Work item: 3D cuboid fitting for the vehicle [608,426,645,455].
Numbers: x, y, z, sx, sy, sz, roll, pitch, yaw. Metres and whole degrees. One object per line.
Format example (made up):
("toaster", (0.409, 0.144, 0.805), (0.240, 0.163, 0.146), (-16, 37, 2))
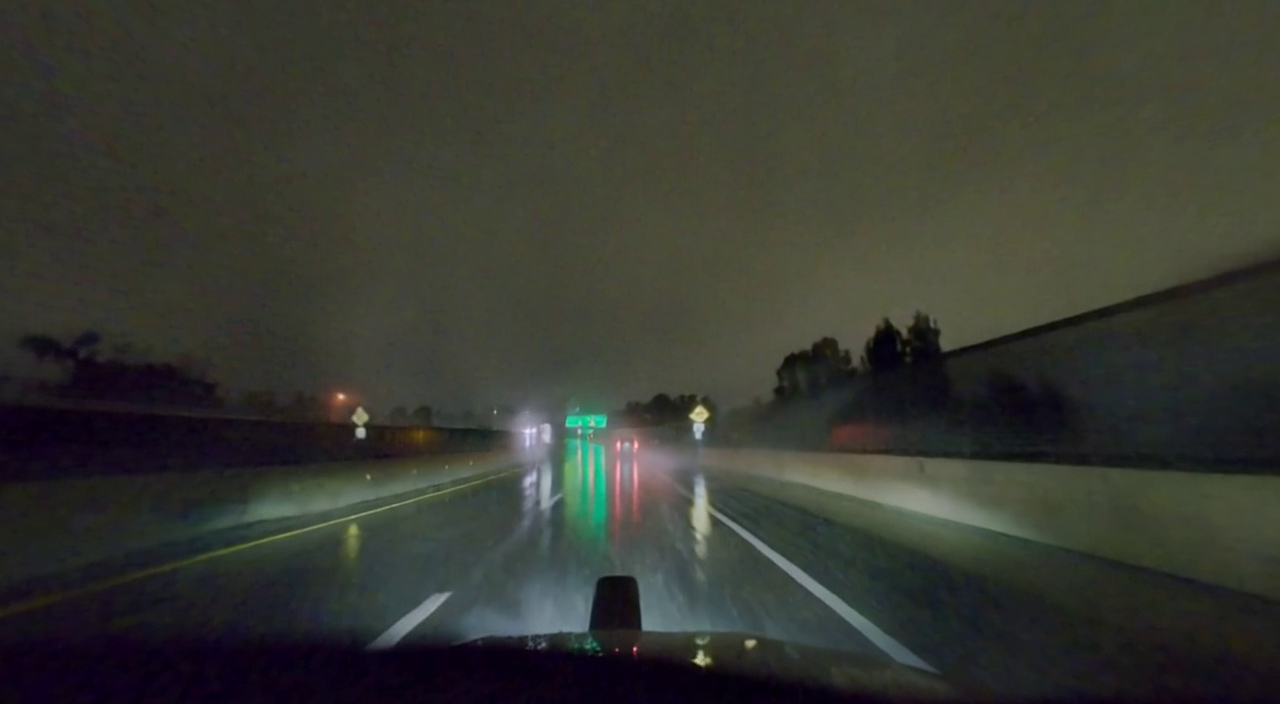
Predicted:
("vehicle", (-0.904, 5.497, 39.101), (2.157, 1.647, 4.524), (0, -8, -3))
